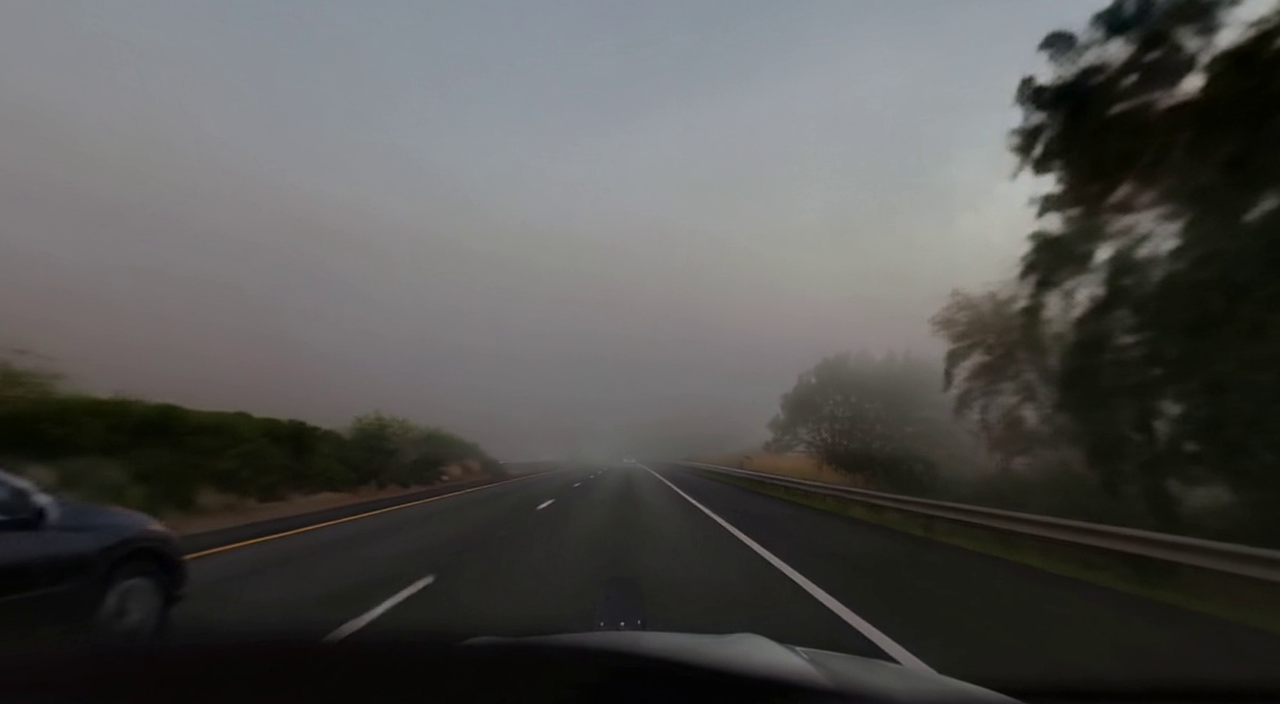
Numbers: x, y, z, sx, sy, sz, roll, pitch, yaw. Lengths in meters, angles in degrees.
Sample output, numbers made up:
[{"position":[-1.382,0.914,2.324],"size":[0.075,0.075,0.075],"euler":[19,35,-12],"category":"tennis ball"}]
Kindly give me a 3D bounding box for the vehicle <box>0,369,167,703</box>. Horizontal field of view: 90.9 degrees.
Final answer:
[{"position":[-3.887,0.713,1.401],"size":[2.135,1.686,4.517],"euler":[0,-9,0],"category":"vehicle"}]
